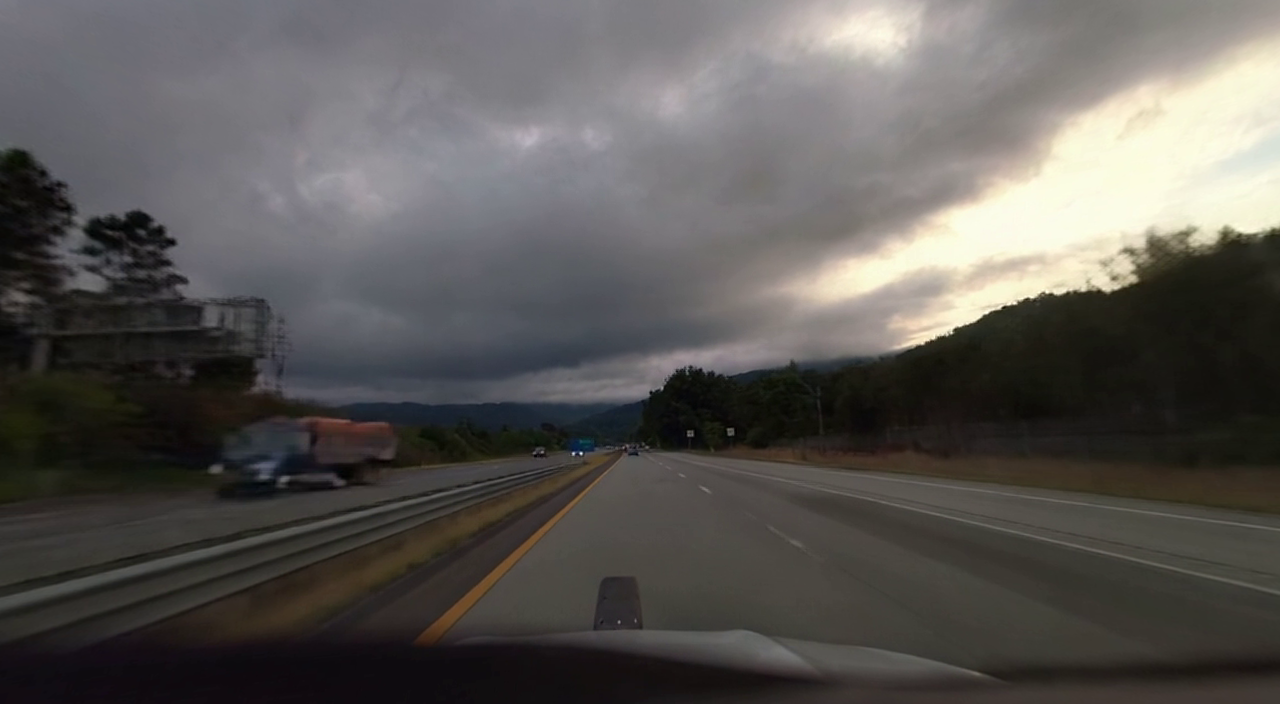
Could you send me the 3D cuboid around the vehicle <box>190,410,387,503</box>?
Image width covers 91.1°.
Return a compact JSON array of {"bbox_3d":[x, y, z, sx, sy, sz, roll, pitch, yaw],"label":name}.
[{"bbox_3d":[-13.128,4.051,24.720,2.914,2.958,8.402,-1,-9,0],"label":"vehicle"}]
